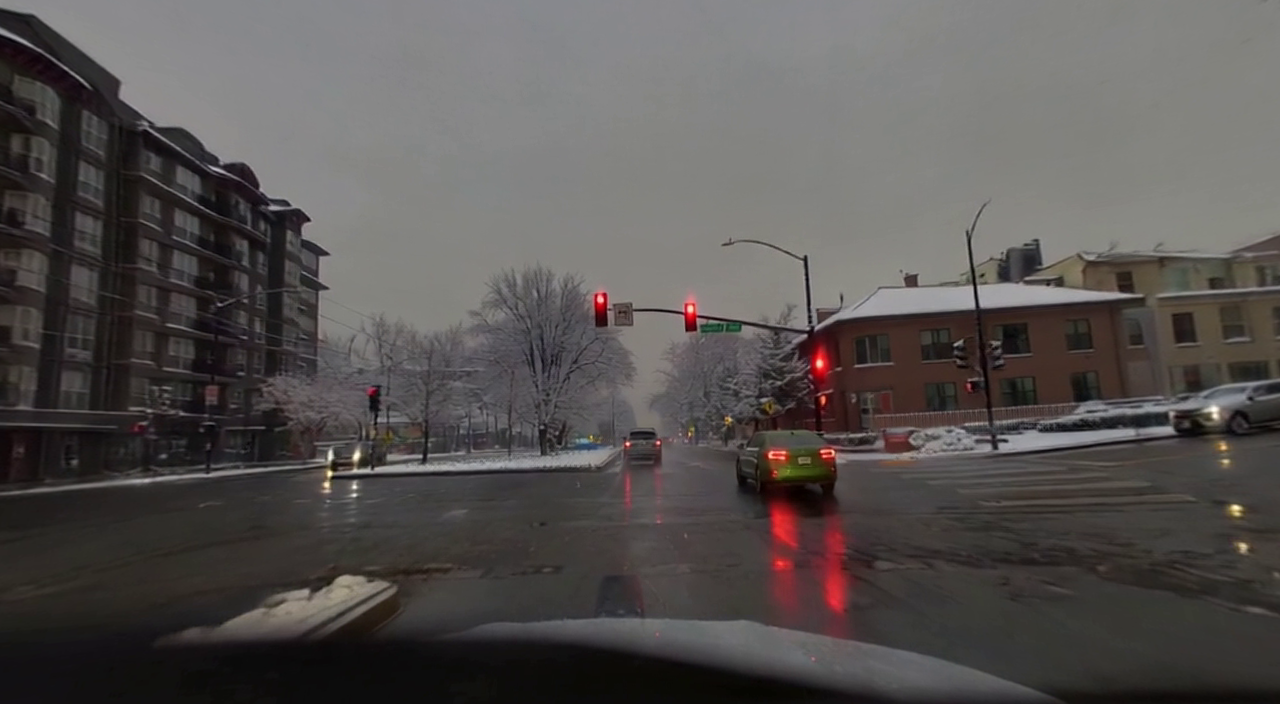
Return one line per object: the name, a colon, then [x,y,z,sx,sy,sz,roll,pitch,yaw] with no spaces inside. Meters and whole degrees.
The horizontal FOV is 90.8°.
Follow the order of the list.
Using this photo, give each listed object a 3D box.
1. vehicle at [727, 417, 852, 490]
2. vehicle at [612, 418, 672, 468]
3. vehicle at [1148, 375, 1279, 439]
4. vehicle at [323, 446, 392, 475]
vehicle: [3.495,2.497,15.761,1.987,1.538,4.510,0,-9,0]
vehicle: [0.113,3.612,25.015,2.168,1.776,4.135,0,-9,1]
vehicle: [20.239,1.729,20.627,5.146,1.699,2.269,-5,-10,0]
vehicle: [-17.165,6.594,38.674,2.011,1.630,4.541,0,-9,1]
